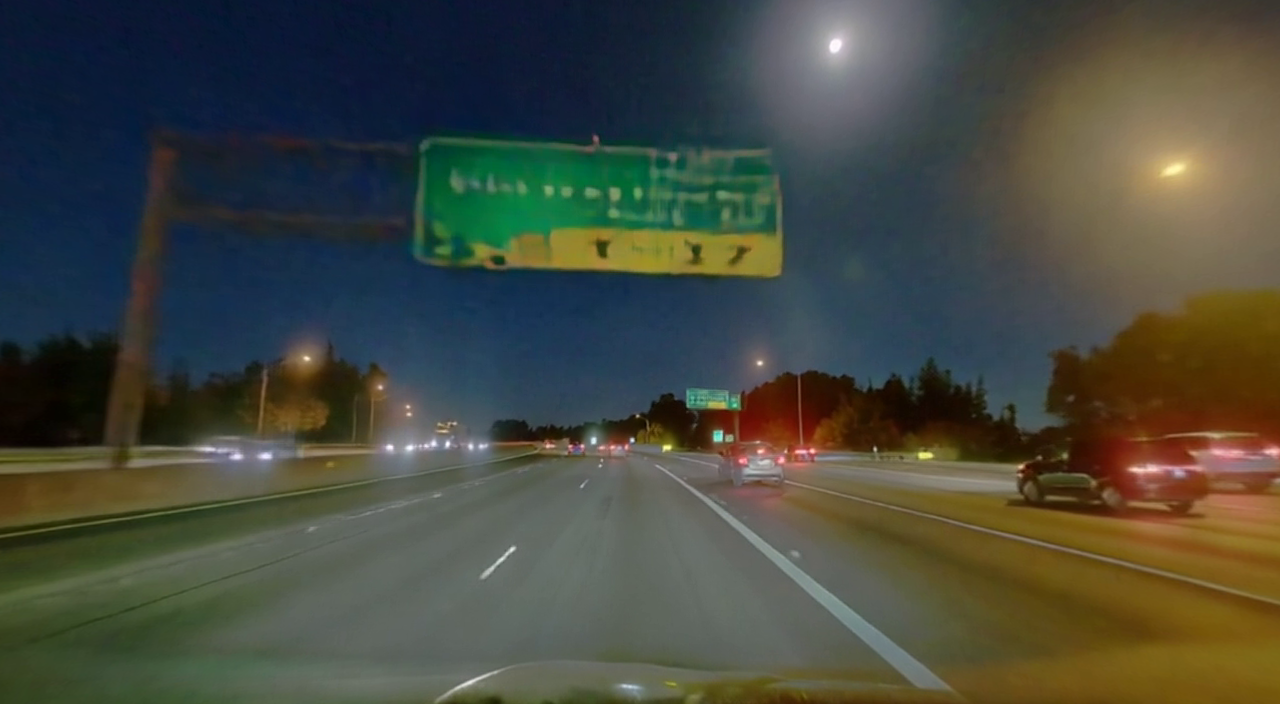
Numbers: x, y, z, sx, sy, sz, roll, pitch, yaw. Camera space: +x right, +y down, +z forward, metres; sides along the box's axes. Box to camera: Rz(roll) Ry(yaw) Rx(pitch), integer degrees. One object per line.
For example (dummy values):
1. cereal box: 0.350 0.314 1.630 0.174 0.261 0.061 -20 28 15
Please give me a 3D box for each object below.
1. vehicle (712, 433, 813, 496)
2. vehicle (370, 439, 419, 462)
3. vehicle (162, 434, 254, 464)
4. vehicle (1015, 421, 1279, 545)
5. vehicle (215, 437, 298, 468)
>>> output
1. vehicle: 3.289 3.126 17.730 1.975 1.562 3.823 0 -9 -1
2. vehicle: -17.842 7.185 45.962 1.921 1.515 4.417 0 -9 -2
3. vehicle: -28.290 6.374 41.536 2.163 1.813 5.608 0 -9 -2
4. vehicle: 8.886 2.100 10.777 1.909 1.634 4.739 0 -9 -1
5. vehicle: -21.310 5.602 35.200 1.970 1.632 4.332 0 -9 -2
